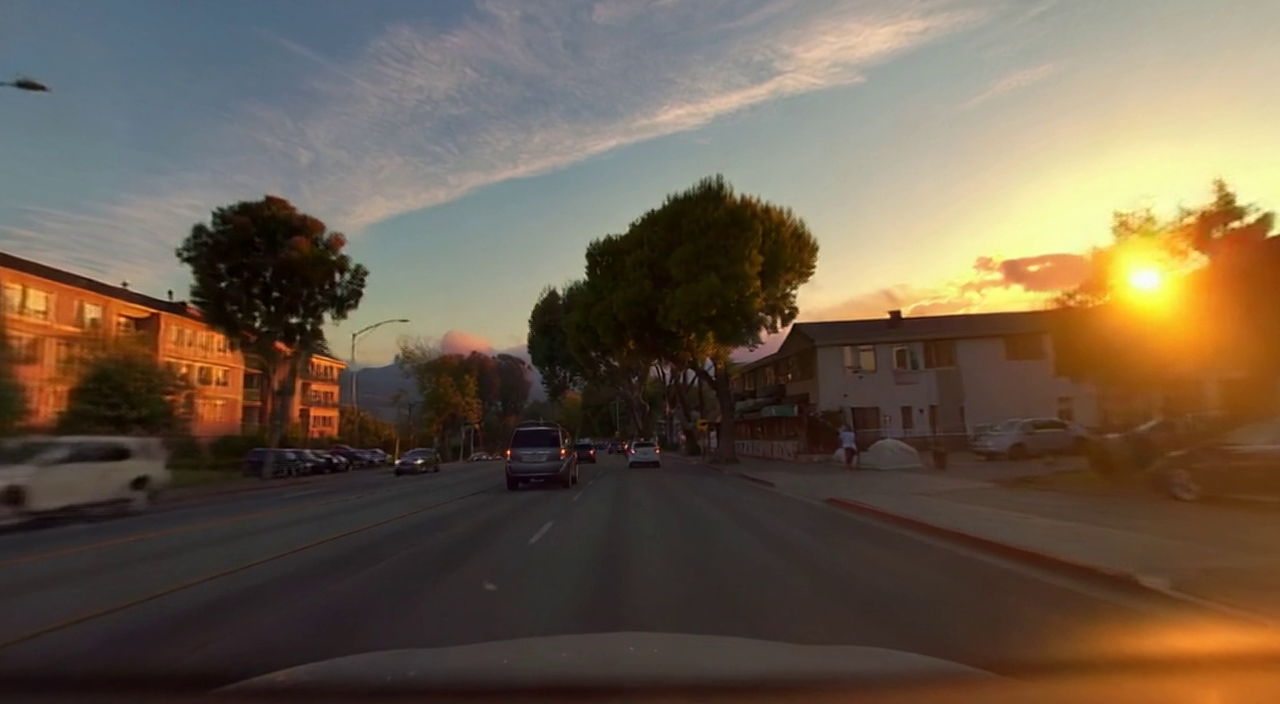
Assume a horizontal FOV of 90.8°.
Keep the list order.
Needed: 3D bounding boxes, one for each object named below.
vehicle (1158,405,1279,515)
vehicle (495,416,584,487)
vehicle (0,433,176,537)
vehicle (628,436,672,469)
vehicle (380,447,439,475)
[{"bbox_3d":[10.034,1.438,8.387,2.194,1.521,4.686,0,-8,-3],"label":"vehicle"},{"bbox_3d":[-3.228,3.353,21.485,2.213,2.123,5.124,0,-8,-1],"label":"vehicle"},{"bbox_3d":[-12.712,2.683,13.275,2.159,1.860,5.004,0,-8,-1],"label":"vehicle"},{"bbox_3d":[0.437,5.290,33.391,2.126,1.657,4.132,0,-8,-2],"label":"vehicle"},{"bbox_3d":[-13.792,6.498,38.113,2.055,1.546,5.019,1,-8,-4],"label":"vehicle"}]
